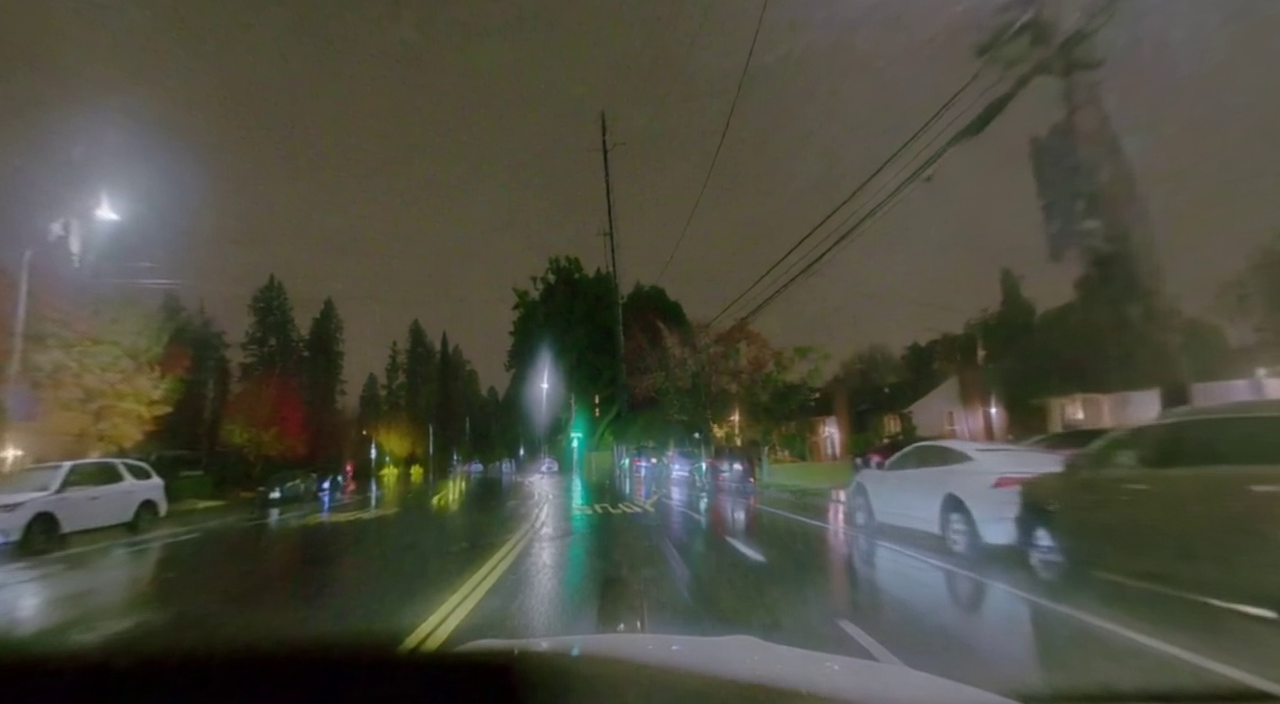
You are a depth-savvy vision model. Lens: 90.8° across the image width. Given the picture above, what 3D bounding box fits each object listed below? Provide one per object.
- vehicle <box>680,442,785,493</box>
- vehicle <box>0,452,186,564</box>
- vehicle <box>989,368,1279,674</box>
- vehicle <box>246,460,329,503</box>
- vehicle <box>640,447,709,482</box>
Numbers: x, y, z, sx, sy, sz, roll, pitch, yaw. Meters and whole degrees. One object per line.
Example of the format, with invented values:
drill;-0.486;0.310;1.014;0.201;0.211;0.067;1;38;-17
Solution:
vehicle;3.167;4.096;22.814;2.367;1.614;4.463;2;-9;-11
vehicle;-11.818;2.950;12.705;2.107;1.810;4.708;0;-9;-5
vehicle;4.822;1.062;4.196;2.184;1.770;4.651;0;-9;-2
vehicle;-14.430;5.288;26.164;1.943;1.476;4.714;2;-9;-16
vehicle;1.516;5.191;29.457;1.844;1.485;4.193;3;-9;-17
